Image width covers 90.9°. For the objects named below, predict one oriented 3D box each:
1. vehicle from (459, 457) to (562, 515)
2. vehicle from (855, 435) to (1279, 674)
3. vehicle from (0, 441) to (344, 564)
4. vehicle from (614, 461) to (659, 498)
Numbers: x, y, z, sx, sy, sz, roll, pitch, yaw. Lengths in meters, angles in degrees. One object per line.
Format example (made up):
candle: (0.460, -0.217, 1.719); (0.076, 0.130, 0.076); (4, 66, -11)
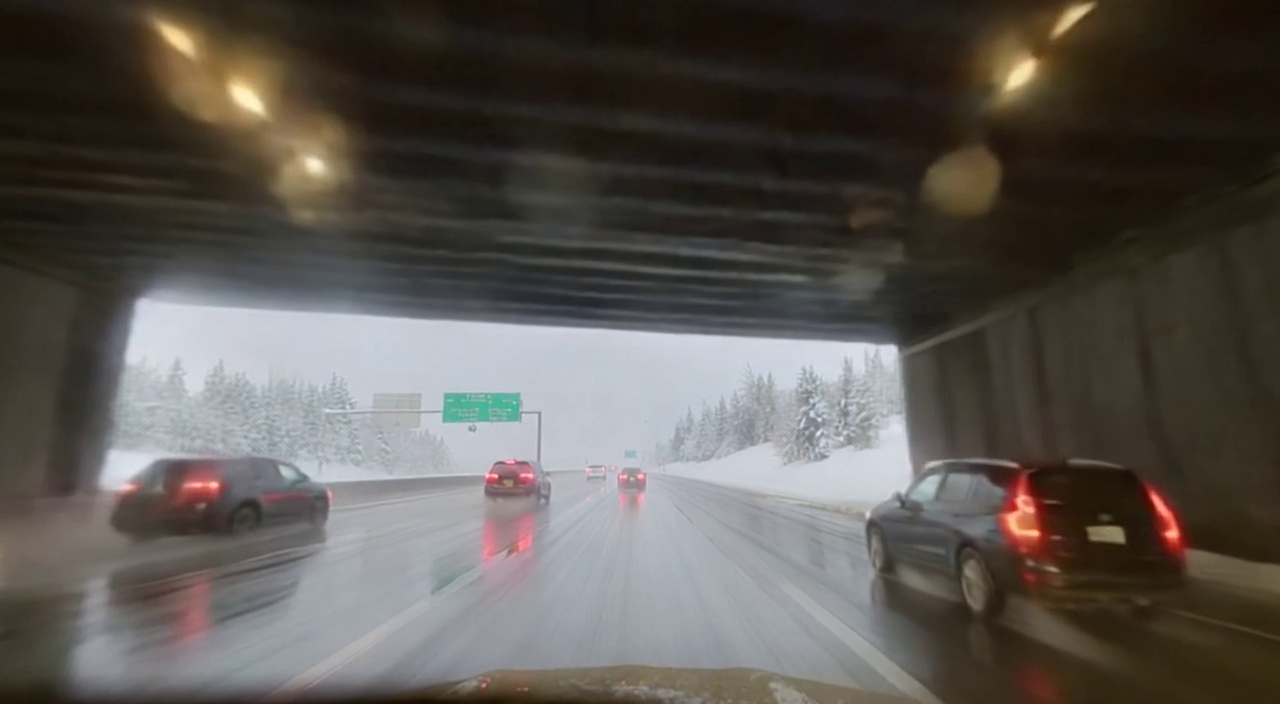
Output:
vehicle: (-3.801, 4.072, 19.421); (2.102, 1.521, 4.687); (1, -11, 1)
vehicle: (3.888, 1.739, 6.296); (1.992, 1.557, 4.017); (1, -11, -1)
vehicle: (-7.229, 2.398, 10.600); (2.142, 1.545, 4.708); (1, -11, 0)
vehicle: (-0.180, 6.052, 29.960); (1.992, 1.601, 3.762); (1, -11, 0)
